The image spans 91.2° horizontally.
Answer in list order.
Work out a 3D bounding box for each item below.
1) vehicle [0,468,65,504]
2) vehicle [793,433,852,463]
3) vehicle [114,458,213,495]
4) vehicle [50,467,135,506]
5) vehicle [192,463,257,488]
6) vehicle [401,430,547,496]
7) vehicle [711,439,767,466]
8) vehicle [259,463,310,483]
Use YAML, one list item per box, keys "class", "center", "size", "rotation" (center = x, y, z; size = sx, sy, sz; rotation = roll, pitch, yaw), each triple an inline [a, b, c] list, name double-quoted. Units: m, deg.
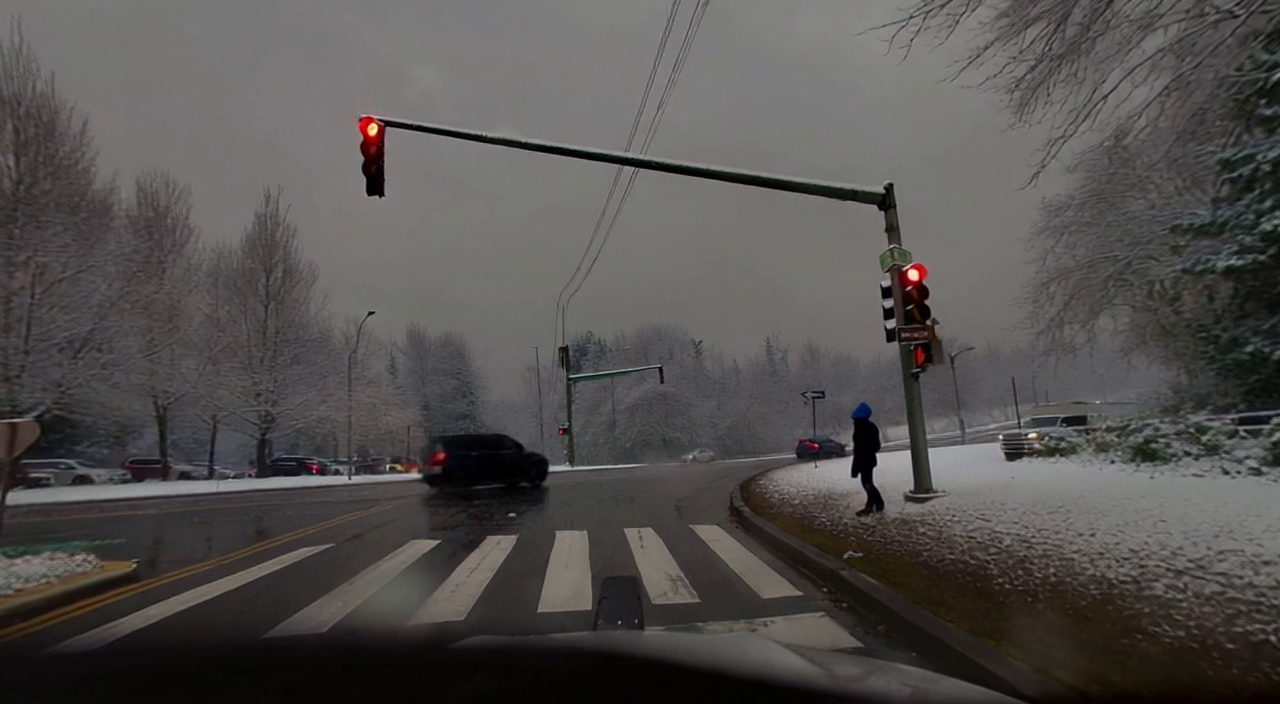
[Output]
- class: "vehicle"
  center: [-30.327, 6.455, 30.341]
  size: [1.800, 1.520, 3.968]
  rotation: [2, -9, -13]
- class: "vehicle"
  center: [11.879, 6.233, 40.689]
  size: [1.988, 1.853, 4.314]
  rotation: [-8, -11, 40]
- class: "vehicle"
  center: [-27.830, 7.269, 36.893]
  size: [2.064, 1.913, 5.081]
  rotation: [0, -9, -4]
- class: "vehicle"
  center: [-25.399, 6.220, 29.260]
  size: [1.694, 1.528, 4.225]
  rotation: [3, -9, -23]
- class: "vehicle"
  center: [-28.540, 8.482, 43.181]
  size: [1.768, 1.465, 3.972]
  rotation: [0, -9, -1]
- class: "vehicle"
  center: [-5.370, 3.617, 20.756]
  size: [1.942, 1.920, 4.263]
  rotation: [-8, -11, 39]
- class: "vehicle"
  center: [6.991, 7.014, 43.915]
  size: [1.867, 1.743, 4.259]
  rotation: [-8, -11, 39]
- class: "vehicle"
  center: [-28.133, 9.582, 49.741]
  size: [1.776, 1.452, 3.920]
  rotation: [0, -9, 0]
